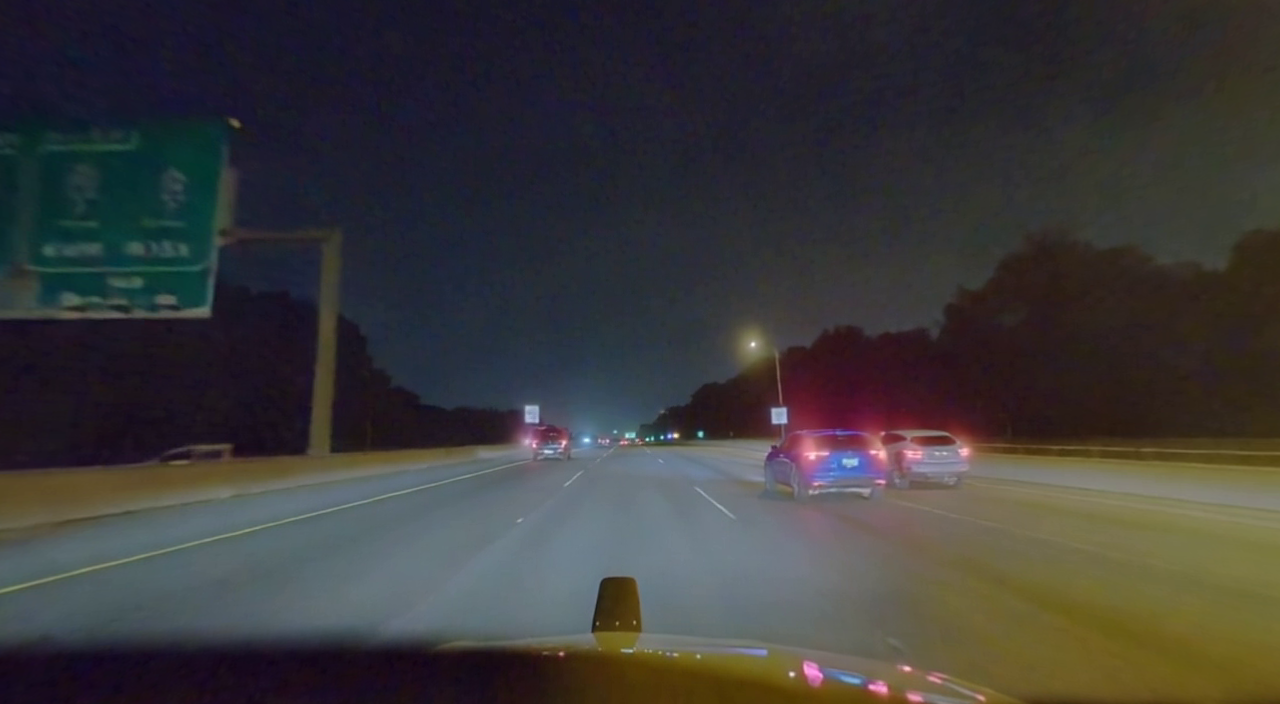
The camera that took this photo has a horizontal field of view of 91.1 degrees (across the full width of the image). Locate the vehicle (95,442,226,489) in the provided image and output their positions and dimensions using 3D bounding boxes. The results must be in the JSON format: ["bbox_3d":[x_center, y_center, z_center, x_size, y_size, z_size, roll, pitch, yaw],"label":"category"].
[{"bbox_3d":[-17.290,4.070,22.932,1.764,1.516,3.867,0,-8,-1],"label":"vehicle"}]

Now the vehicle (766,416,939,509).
[{"bbox_3d":[4.076,2.166,12.878,2.011,1.576,4.060,0,-8,-2],"label":"vehicle"}]

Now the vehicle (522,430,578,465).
[{"bbox_3d":[-4.020,4.355,28.837,2.032,1.465,4.316,0,-8,-1],"label":"vehicle"}]
